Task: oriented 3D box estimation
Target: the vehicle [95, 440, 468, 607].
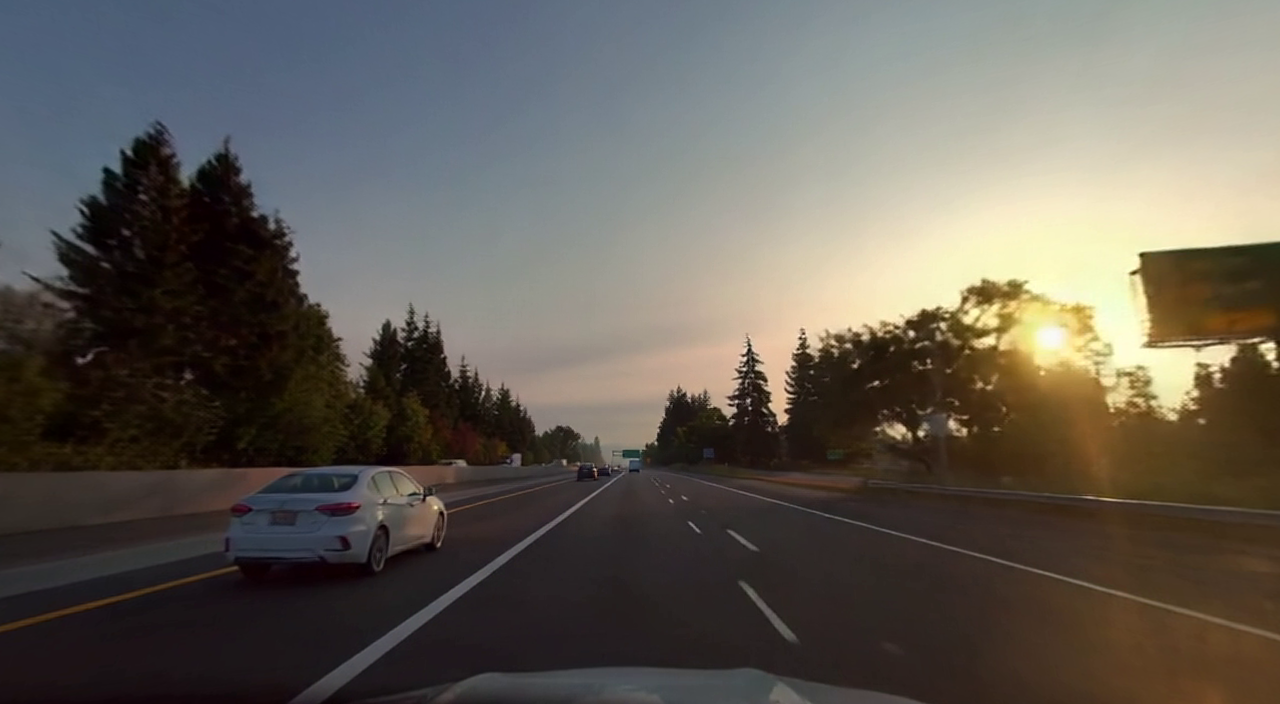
[{"bbox_3d":[-3.803,1.945,7.891,1.998,1.427,4.462,1,-11,0],"label":"vehicle"}]
